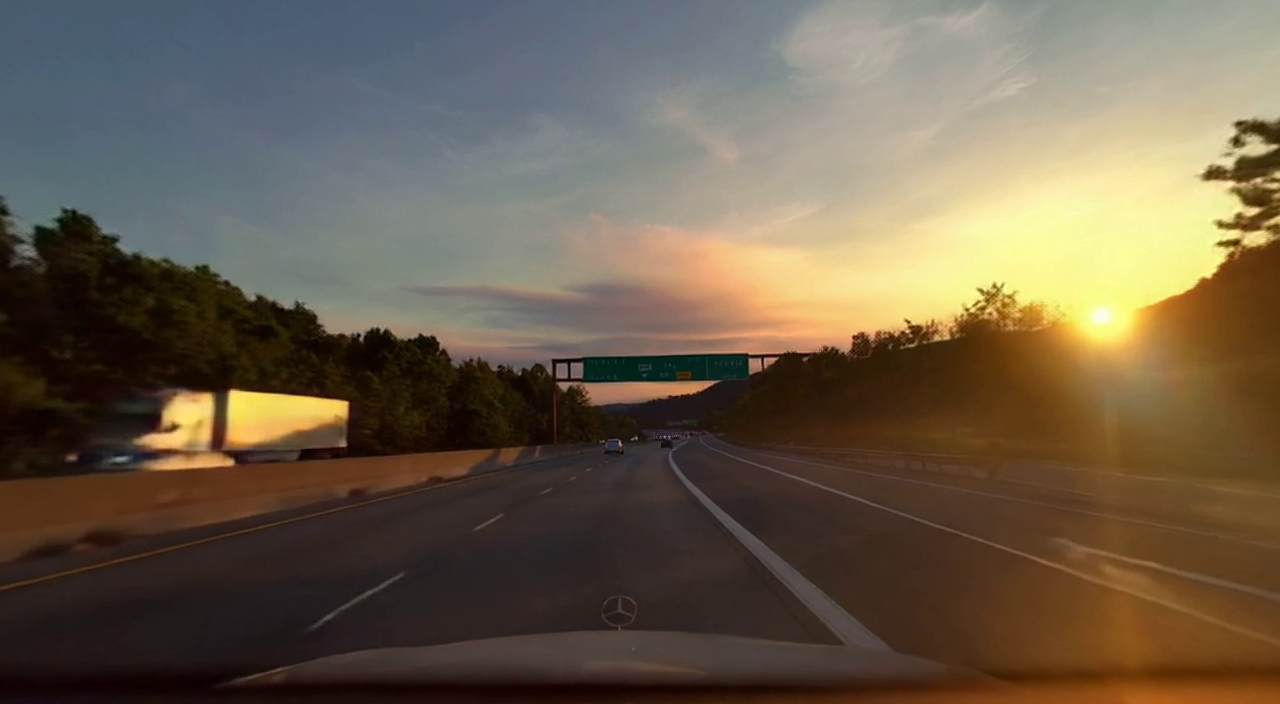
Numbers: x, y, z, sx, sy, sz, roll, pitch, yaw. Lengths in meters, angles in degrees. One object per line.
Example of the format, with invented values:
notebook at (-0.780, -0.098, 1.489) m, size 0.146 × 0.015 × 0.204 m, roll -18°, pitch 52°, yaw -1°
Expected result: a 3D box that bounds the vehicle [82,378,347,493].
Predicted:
vehicle at (-15.264, 3.217, 24.128) m, size 3.205 × 3.498 × 9.568 m, roll 0°, pitch -8°, yaw 2°
